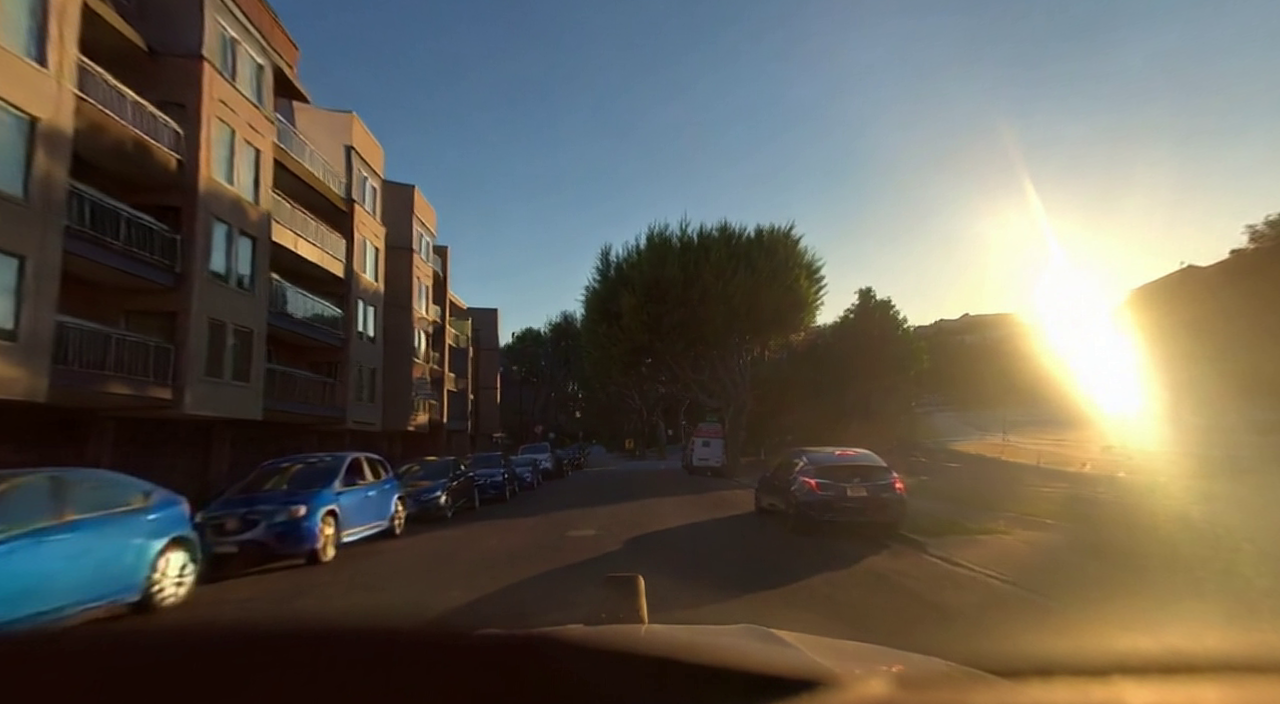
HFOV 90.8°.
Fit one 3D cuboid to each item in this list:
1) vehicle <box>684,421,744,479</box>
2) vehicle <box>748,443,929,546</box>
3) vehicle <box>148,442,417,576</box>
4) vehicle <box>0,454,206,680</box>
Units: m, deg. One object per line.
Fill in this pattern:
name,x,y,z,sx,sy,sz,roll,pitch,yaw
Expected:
vehicle,4.040,5.212,34.064,1.961,2.656,3.047,-2,-2,34
vehicle,3.303,2.426,11.461,1.835,1.490,4.134,0,-9,-1
vehicle,-5.027,2.193,9.656,1.782,1.585,3.962,0,-9,0
vehicle,-5.198,1.505,4.505,1.722,1.491,3.431,0,-9,0
